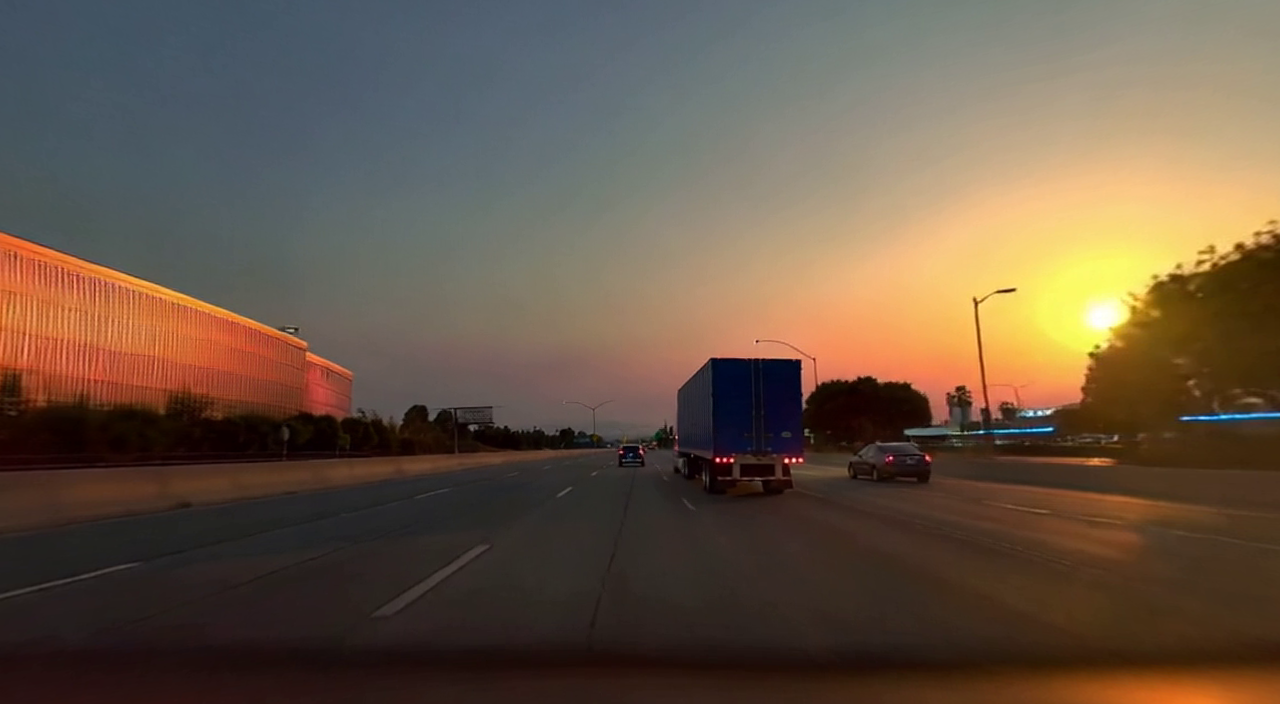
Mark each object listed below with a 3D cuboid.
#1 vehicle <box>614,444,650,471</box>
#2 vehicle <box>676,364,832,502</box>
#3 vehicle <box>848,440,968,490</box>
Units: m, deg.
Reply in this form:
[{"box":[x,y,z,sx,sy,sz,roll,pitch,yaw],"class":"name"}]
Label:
[{"box":[-0.461,5.969,36.035,1.929,1.395,3.999,0,-8,0],"class":"vehicle"},{"box":[3.056,2.747,20.807,2.934,3.325,10.986,0,-8,-1],"class":"vehicle"},{"box":[8.901,3.771,21.510,2.105,1.494,4.537,0,-8,0],"class":"vehicle"}]
